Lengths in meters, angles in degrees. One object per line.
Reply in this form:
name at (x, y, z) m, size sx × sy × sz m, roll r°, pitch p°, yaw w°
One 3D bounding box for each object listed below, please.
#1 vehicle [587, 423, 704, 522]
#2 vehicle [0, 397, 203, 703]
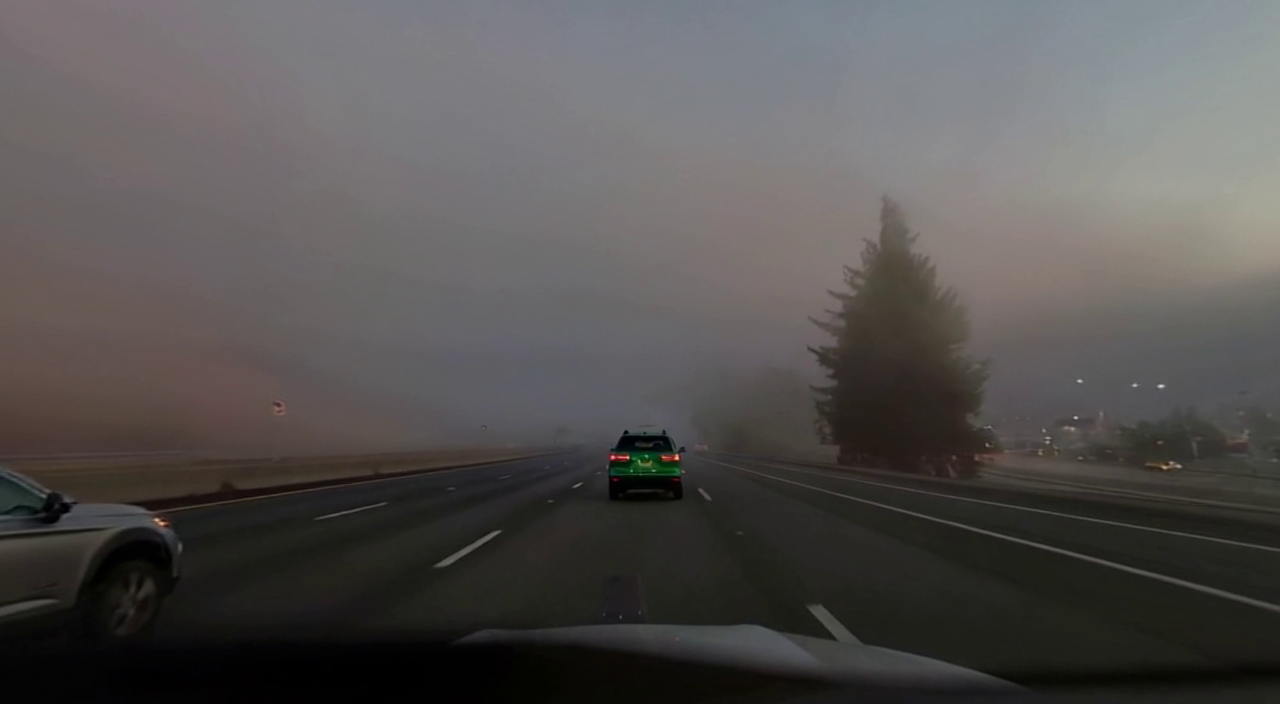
vehicle at (0.149, 2.511, 13.609) m, size 2.111 × 1.742 × 4.315 m, roll 0°, pitch -9°, yaw 1°
vehicle at (-4.006, 0.837, 2.088) m, size 1.969 × 1.520 × 4.190 m, roll 0°, pitch -9°, yaw 2°
